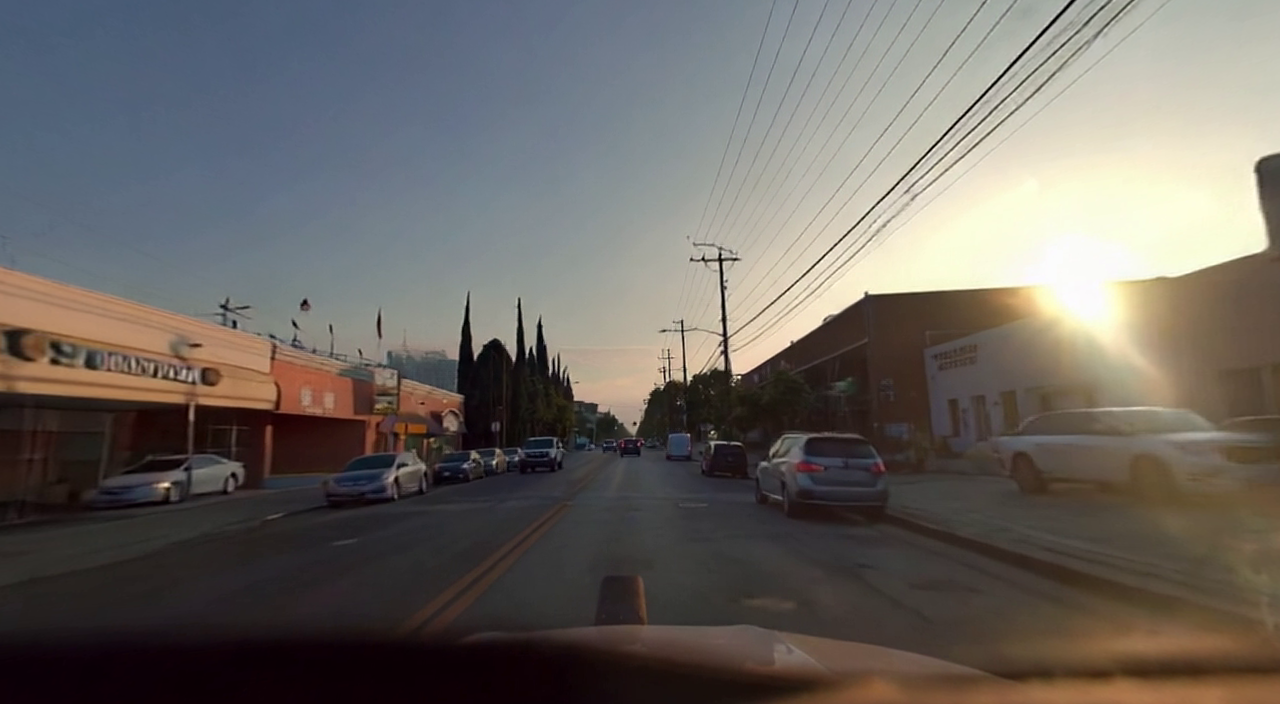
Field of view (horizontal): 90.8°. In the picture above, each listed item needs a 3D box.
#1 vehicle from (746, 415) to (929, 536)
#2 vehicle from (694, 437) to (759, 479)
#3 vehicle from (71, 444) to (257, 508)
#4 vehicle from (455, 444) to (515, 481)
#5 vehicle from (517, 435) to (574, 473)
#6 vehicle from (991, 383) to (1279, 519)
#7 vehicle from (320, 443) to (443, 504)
[{"bbox_3d":[3.469,2.313,12.278,2.025,1.843,4.883,-1,-9,1],"label":"vehicle"},{"bbox_3d":[3.582,4.484,27.011,2.136,1.586,4.919,0,-8,1],"label":"vehicle"},{"bbox_3d":[-14.824,3.837,20.186,1.969,1.741,5.148,0,-9,-1],"label":"vehicle"},{"bbox_3d":[-8.283,5.912,34.190,1.791,1.622,5.056,-3,-7,2],"label":"vehicle"},{"bbox_3d":[-5.162,5.622,35.063,2.152,1.918,4.217,-3,-8,4],"label":"vehicle"},{"bbox_3d":[9.007,1.749,11.628,2.178,1.884,4.825,-3,-8,-1],"label":"vehicle"},{"bbox_3d":[-8.431,3.966,21.203,2.113,1.665,5.062,0,-7,-2],"label":"vehicle"}]
